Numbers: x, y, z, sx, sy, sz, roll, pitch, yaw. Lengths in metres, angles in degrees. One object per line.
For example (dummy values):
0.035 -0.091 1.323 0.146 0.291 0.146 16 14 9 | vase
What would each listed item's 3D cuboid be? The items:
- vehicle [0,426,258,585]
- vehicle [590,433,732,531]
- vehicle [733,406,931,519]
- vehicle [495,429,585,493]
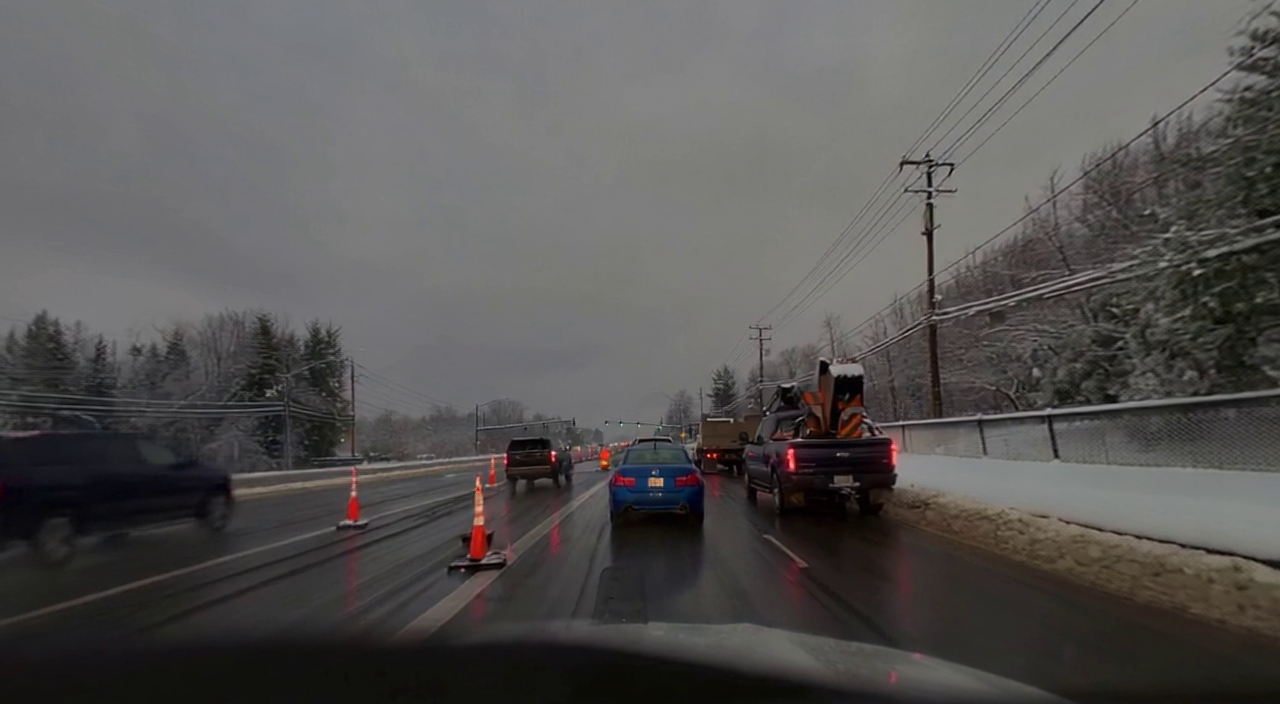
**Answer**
-7.082 1.682 7.473 2.018 1.490 4.926 0 -8 0 | vehicle
0.340 2.288 11.727 2.128 1.473 4.272 0 -8 1 | vehicle
3.915 2.451 14.503 2.555 2.017 6.201 0 -8 0 | vehicle
-2.957 3.333 19.588 1.989 1.729 4.184 0 -8 2 | vehicle
